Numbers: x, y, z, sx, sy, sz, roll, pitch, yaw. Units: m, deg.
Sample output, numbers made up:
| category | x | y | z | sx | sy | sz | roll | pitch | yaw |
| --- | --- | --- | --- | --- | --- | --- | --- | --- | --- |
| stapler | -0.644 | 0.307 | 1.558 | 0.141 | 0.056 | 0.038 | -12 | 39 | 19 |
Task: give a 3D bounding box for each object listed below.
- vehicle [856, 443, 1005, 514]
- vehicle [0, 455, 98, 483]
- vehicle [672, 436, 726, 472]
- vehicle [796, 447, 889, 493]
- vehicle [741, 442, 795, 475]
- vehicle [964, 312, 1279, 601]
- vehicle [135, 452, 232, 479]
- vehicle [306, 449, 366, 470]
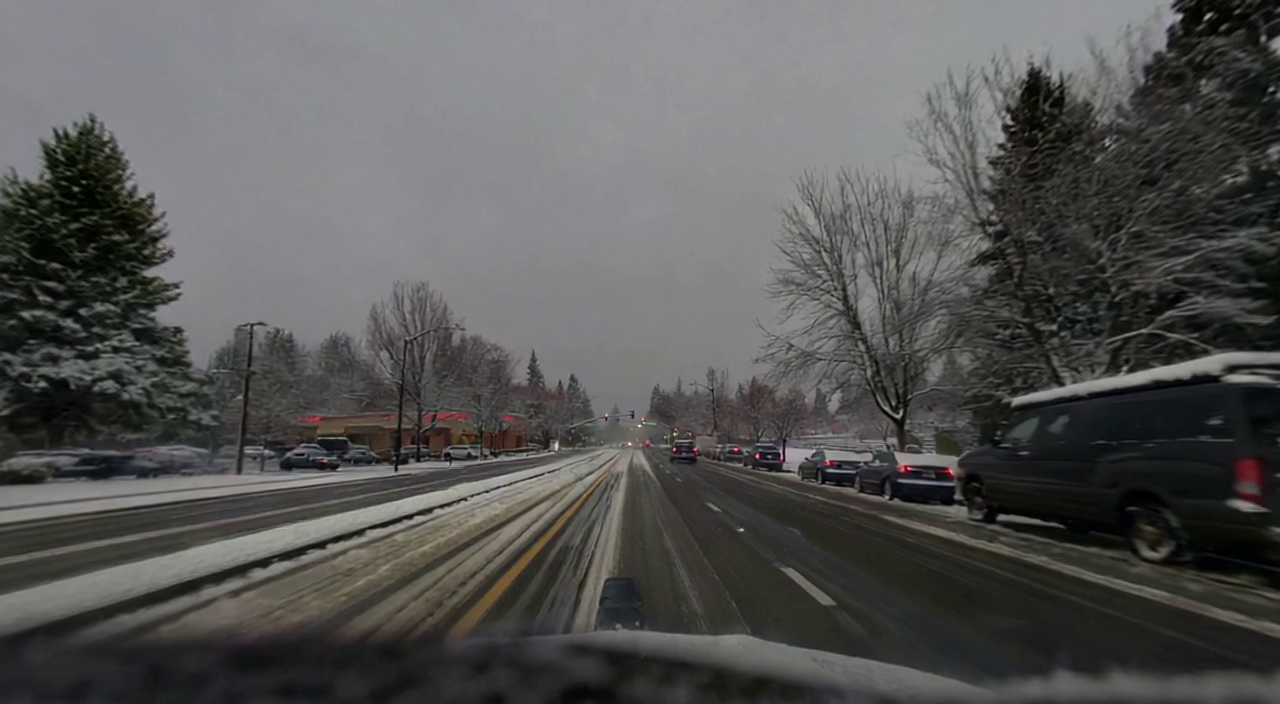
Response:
| category | x | y | z | sx | sy | sz | roll | pitch | yaw |
| --- | --- | --- | --- | --- | --- | --- | --- | --- | --- |
| vehicle | 7.178 | 3.130 | 16.161 | 1.812 | 1.548 | 4.021 | 0 | -8 | -1 |
| vehicle | -35.847 | 7.017 | 38.032 | 4.476 | 1.501 | 1.927 | 5 | -10 | -30 |
| vehicle | 3.098 | 5.496 | 34.320 | 2.293 | 1.814 | 4.589 | 0 | -8 | -2 |
| vehicle | 7.198 | 4.209 | 22.966 | 1.852 | 1.448 | 4.446 | 0 | -8 | -1 |
| vehicle | 7.096 | 5.904 | 35.444 | 1.994 | 1.691 | 4.472 | 0 | -8 | -2 |
| vehicle | 7.228 | 1.375 | 8.661 | 2.376 | 2.706 | 5.809 | 0 | -8 | -1 |
| vehicle | -29.656 | 7.376 | 41.254 | 4.702 | 1.535 | 2.292 | 4 | -9 | -26 |
| vehicle | -23.882 | 8.466 | 49.782 | 1.768 | 1.429 | 4.423 | -2 | -8 | 13 |
